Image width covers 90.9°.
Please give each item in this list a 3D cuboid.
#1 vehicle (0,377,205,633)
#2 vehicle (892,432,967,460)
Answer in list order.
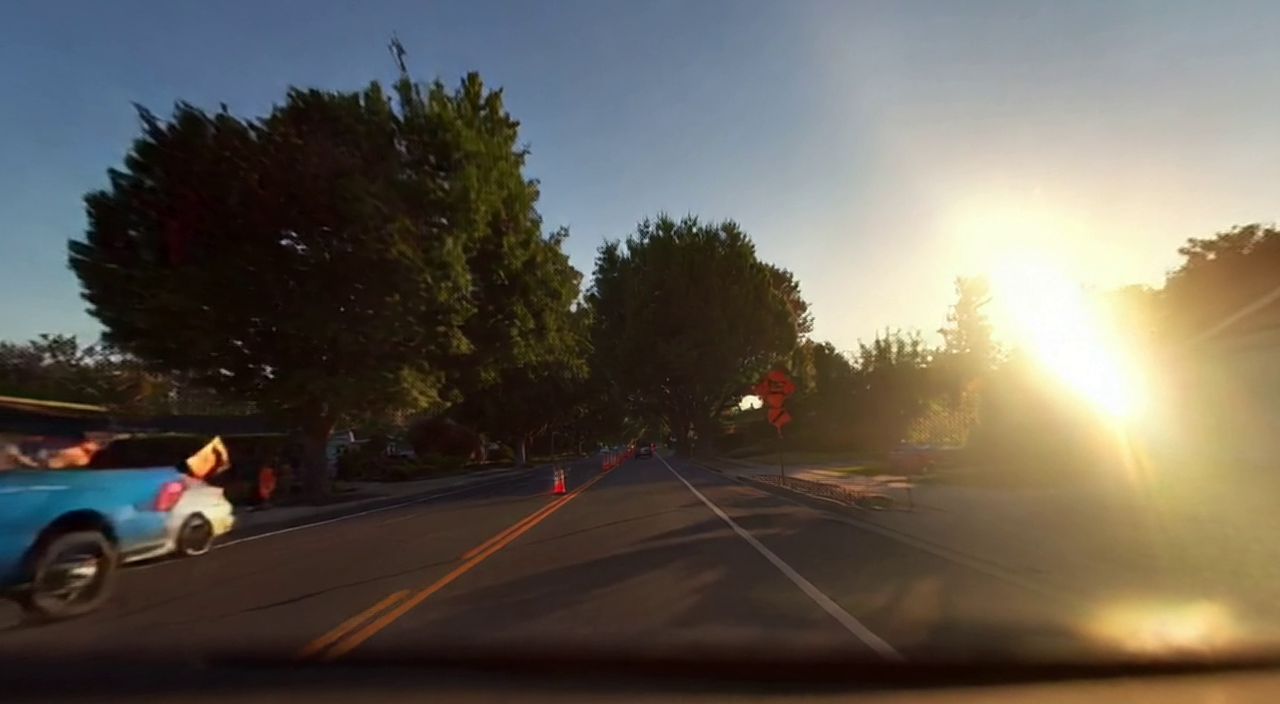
[{"bbox_3d":[-7.356,1.346,5.465,2.517,2.323,5.205,-3,-9,21],"label":"vehicle"},{"bbox_3d":[17.040,5.544,37.185,3.462,1.576,1.863,1,-8,-4],"label":"vehicle"}]
